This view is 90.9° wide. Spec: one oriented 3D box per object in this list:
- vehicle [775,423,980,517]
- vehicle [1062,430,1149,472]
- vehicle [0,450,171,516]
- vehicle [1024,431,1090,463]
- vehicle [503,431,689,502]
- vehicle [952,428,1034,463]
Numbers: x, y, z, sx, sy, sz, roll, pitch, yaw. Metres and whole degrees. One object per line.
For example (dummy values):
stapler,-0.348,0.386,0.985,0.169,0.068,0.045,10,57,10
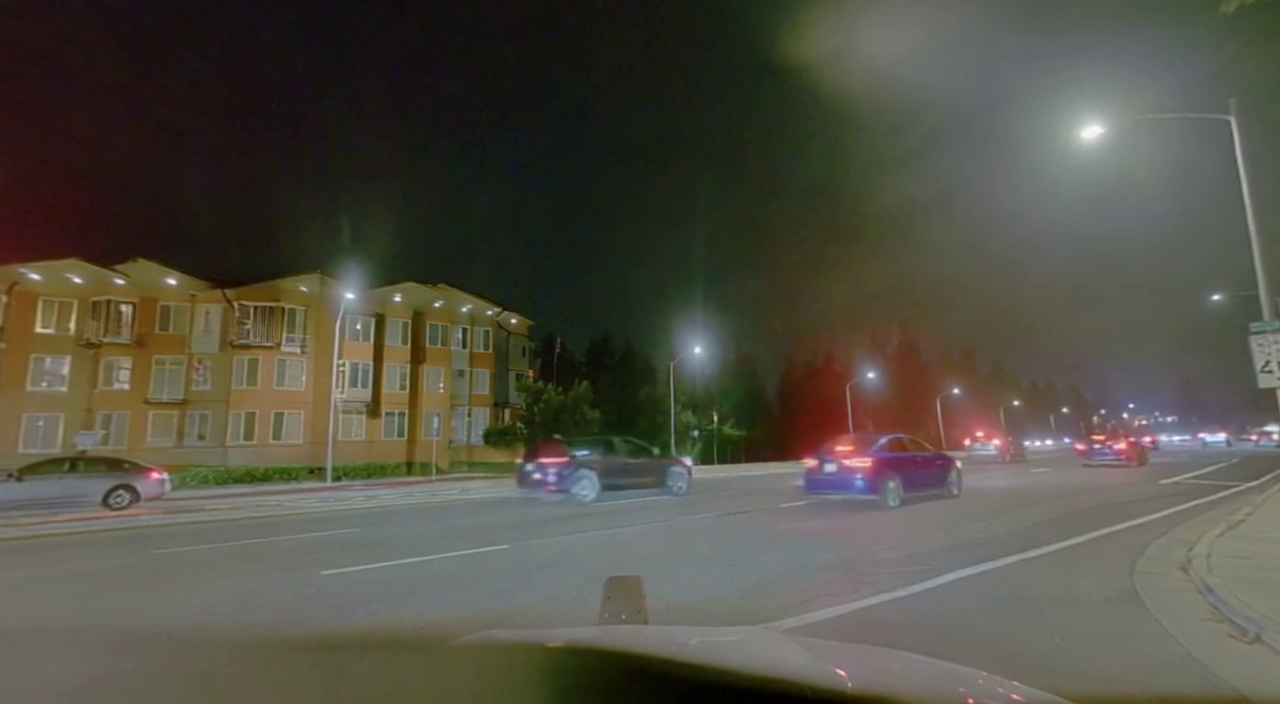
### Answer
vehicle,5.299,2.467,13.756,4.783,1.652,2.199,8,-11,-42
vehicle,20.049,4.238,27.110,4.438,1.625,2.033,7,-11,-42
vehicle,-14.096,3.093,15.125,4.289,1.415,1.774,8,-13,-43
vehicle,23.083,5.232,34.823,4.734,1.633,1.829,7,-11,-42
vehicle,-1.066,3.035,17.185,4.846,1.662,1.989,7,-11,-42
vehicle,20.793,5.477,36.991,5.994,1.898,2.264,7,-11,-41
